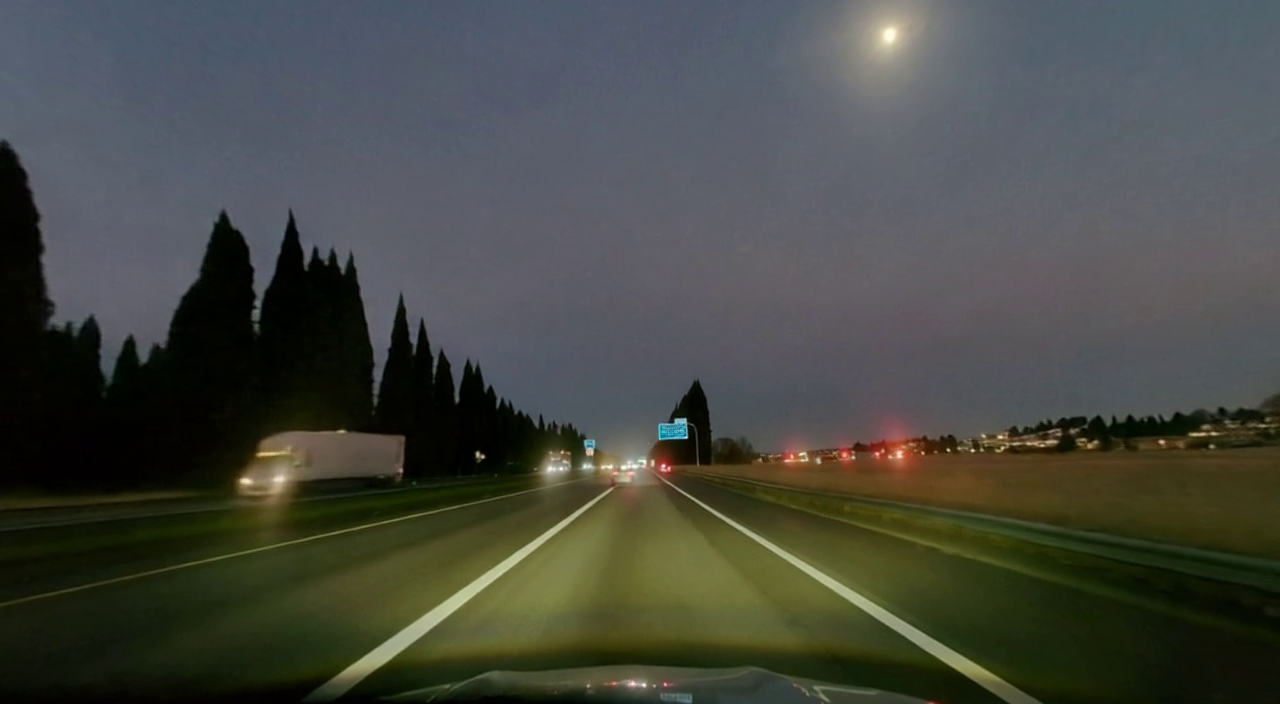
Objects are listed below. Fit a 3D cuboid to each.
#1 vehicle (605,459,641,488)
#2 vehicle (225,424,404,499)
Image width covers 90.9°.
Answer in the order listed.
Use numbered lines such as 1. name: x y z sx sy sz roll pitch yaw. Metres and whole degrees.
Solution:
1. vehicle: -0.990 7.579 39.271 2.104 1.655 4.039 0 -10 1
2. vehicle: -16.879 6.019 34.394 3.033 3.267 12.435 0 -10 1
